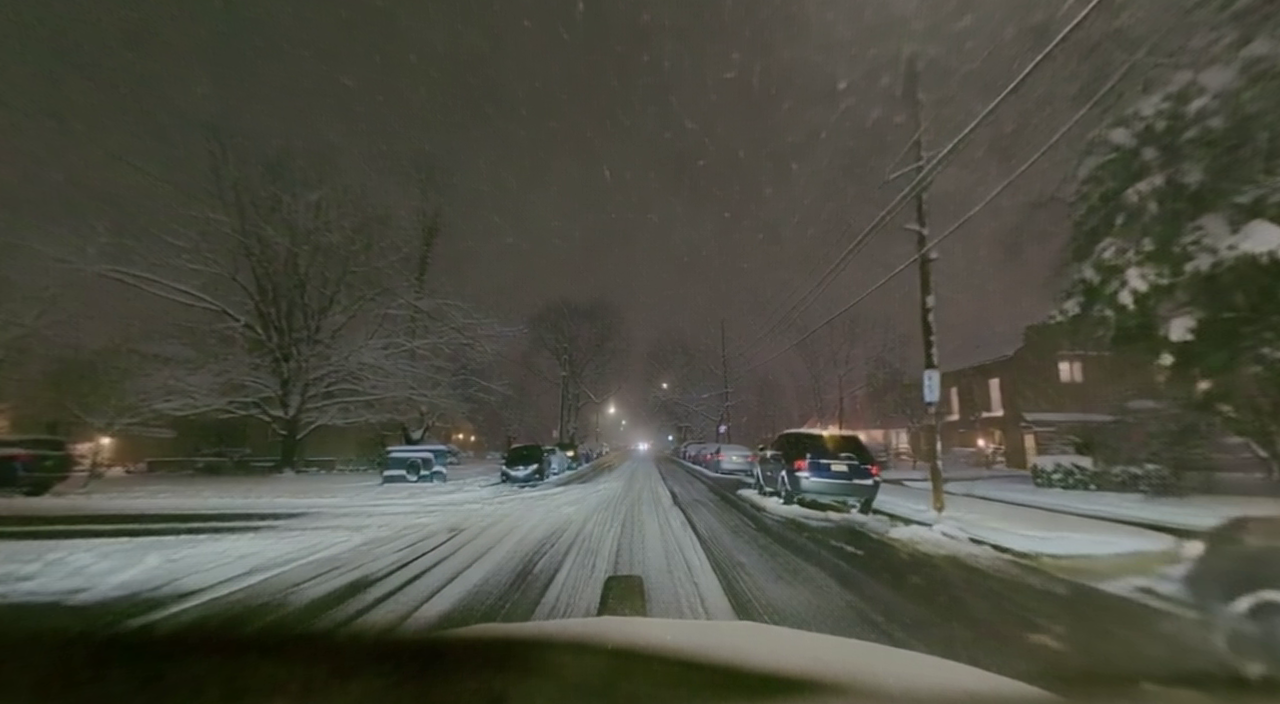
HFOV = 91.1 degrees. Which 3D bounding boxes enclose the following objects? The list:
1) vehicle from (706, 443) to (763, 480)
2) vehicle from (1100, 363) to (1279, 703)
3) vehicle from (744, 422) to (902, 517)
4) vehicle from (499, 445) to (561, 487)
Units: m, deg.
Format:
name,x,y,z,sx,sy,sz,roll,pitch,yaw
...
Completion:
name,x,y,z,sx,sy,sz,roll,pitch,yaw
vehicle,4.125,4.854,28.152,1.862,1.525,4.421,0,-8,0
vehicle,3.885,0.787,1.490,2.077,1.788,4.480,2,-9,-2
vehicle,4.121,2.748,15.284,2.215,1.897,5.131,0,-9,-1
vehicle,-4.449,4.633,25.937,1.870,1.562,4.212,0,-8,-1
